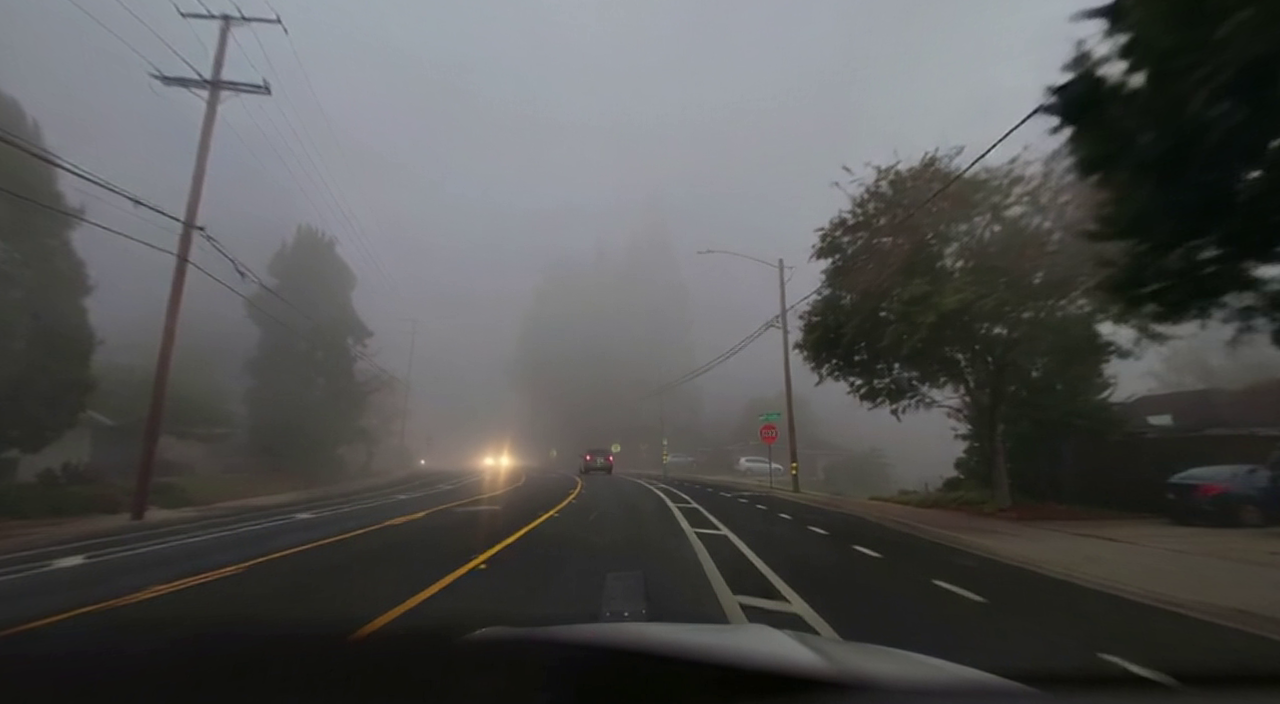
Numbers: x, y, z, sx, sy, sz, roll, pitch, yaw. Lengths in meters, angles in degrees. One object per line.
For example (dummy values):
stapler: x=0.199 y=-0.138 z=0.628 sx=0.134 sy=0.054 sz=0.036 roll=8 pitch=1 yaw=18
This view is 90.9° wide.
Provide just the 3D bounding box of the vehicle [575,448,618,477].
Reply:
vehicle: x=-3.116 y=7.694 z=44.228 sx=2.284 sy=1.741 sz=4.702 roll=4 pitch=-8 yaw=-11

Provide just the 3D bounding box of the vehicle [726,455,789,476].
vehicle: x=9.146 y=8.815 z=49.093 sx=4.383 sy=1.508 sz=1.884 roll=1 pitch=-8 yaw=-10

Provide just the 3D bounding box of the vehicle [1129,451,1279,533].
vehicle: x=12.209 y=2.672 z=12.201 sx=3.959 sy=1.382 sz=1.906 roll=1 pitch=-13 yaw=-7
